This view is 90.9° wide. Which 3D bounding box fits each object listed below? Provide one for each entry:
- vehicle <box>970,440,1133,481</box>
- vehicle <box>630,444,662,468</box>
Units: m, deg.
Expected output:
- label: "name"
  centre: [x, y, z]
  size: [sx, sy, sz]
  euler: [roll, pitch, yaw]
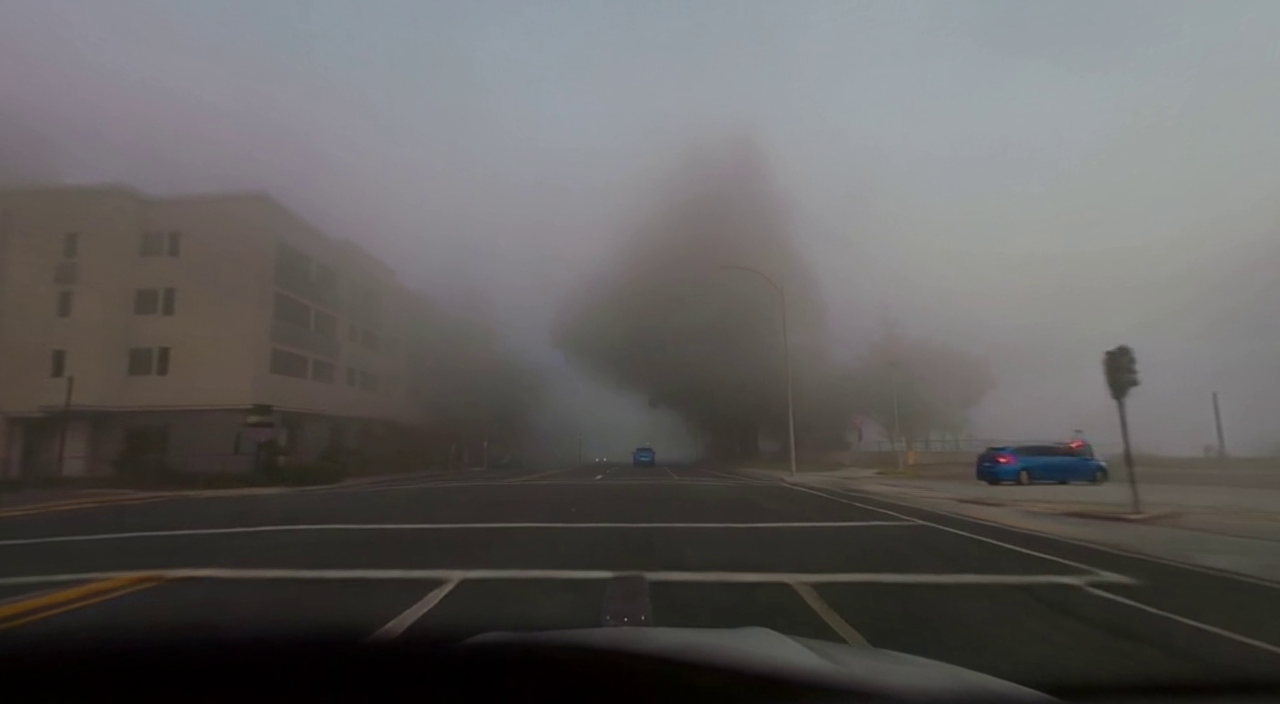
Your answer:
- label: "vehicle"
  centre: [15.596, 4.118, 24.082]
  size: [4.824, 1.462, 1.974]
  euler: [0, -8, -1]
- label: "vehicle"
  centre: [0.423, 7.558, 45.960]
  size: [2.200, 1.653, 4.127]
  euler: [0, -8, 0]
